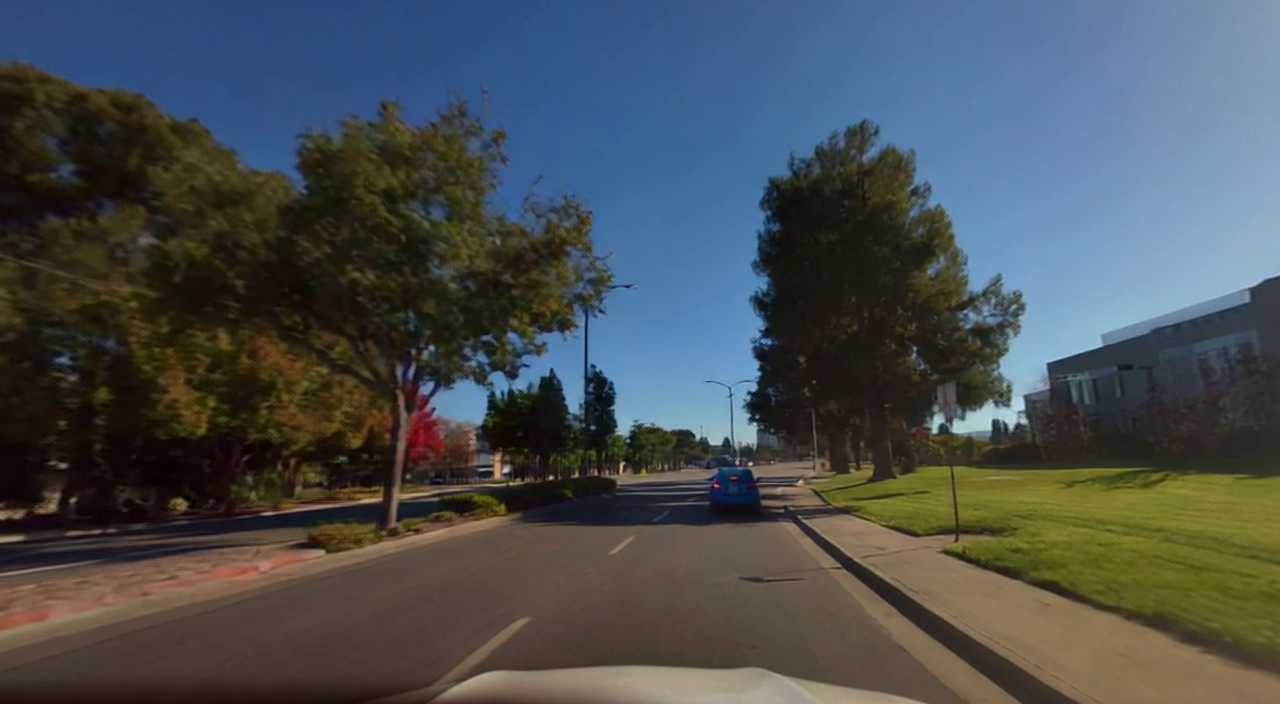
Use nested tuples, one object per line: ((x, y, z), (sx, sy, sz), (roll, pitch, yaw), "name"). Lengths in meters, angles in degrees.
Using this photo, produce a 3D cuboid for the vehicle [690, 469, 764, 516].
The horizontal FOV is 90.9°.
((2.874, 4.332, 19.783), (1.972, 1.250, 5.282), (-2, -11, 11), "vehicle")
